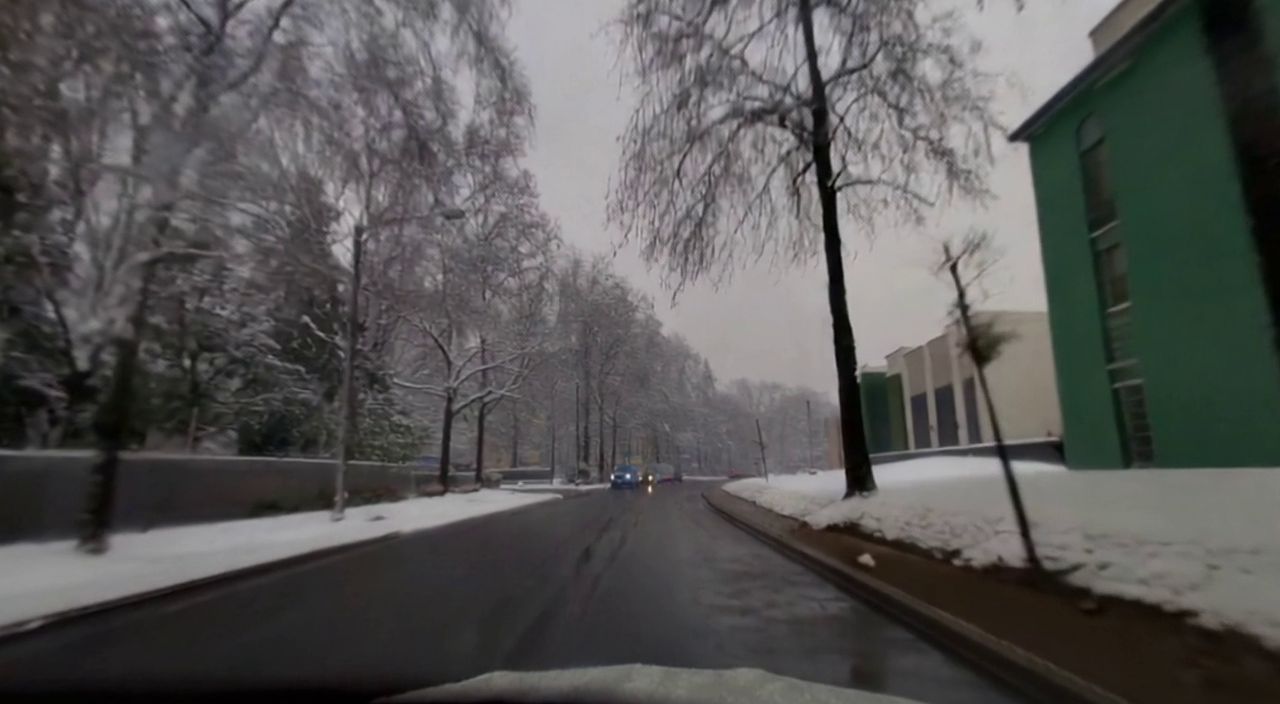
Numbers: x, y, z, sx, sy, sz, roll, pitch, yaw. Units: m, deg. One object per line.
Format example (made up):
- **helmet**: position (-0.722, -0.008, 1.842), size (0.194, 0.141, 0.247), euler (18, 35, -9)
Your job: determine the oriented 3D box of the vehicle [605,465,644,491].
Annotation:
- **vehicle**: position (-1.164, 9.653, 48.438), size (2.022, 1.776, 4.625), euler (-3, -10, 11)
